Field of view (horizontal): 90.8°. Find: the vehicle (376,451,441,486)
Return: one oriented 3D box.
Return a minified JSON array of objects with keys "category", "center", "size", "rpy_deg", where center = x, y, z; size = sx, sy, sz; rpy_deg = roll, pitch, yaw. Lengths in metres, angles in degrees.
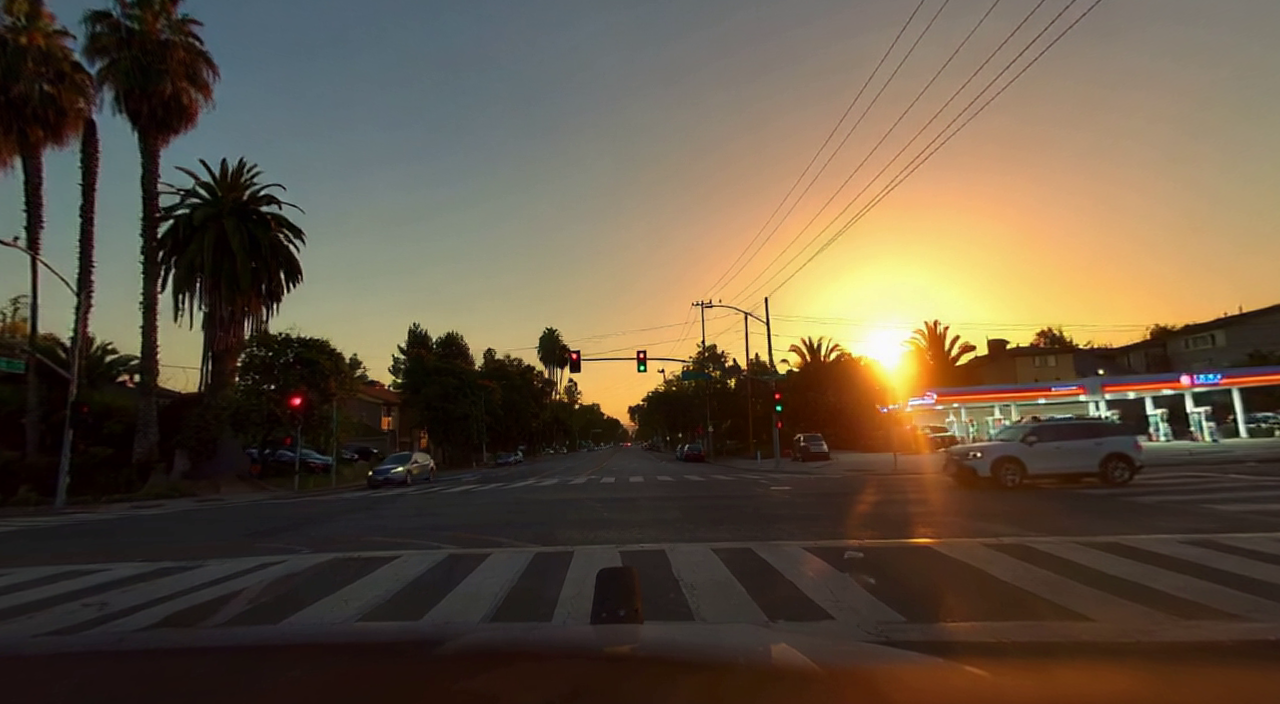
[{"category":"vehicle","center":[-13.056,6.554,35.942],"size":[2.009,1.777,4.559],"rpy_deg":[0,-9,-1]}]

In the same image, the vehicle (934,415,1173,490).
[{"category":"vehicle","center":[10.800,2.620,16.721],"size":[5.086,1.817,1.952],"rpy_deg":[1,-9,-7]}]

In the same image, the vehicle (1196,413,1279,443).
[{"category":"vehicle","center":[38.295,4.795,39.971],"size":[4.488,1.447,1.765],"rpy_deg":[-5,-8,-1]}]

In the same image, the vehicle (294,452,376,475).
[{"category":"vehicle","center":[-20.952,7.671,43.511],"size":[4.672,1.469,1.816],"rpy_deg":[-1,-9,-2]}]
